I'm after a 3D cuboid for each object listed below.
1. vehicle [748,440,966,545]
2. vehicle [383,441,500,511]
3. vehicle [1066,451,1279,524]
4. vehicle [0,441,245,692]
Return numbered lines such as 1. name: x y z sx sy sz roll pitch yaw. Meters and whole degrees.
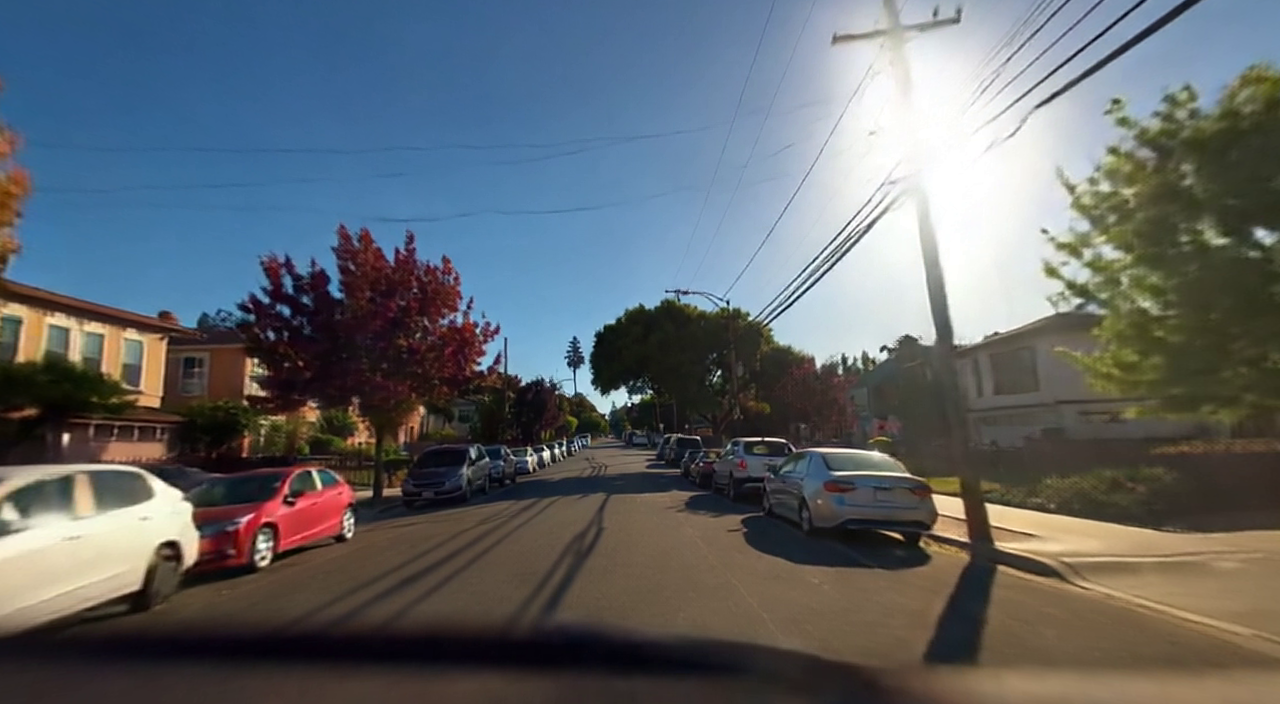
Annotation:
1. vehicle: 3.606 2.427 11.732 2.174 1.504 4.809 0 -8 -2
2. vehicle: -6.261 3.935 20.812 2.184 1.958 5.757 0 -8 -2
3. vehicle: 12.010 2.881 13.682 4.292 1.389 1.771 0 -8 -2
4. vehicle: -5.468 1.578 4.957 2.032 1.716 4.382 0 -8 -3
